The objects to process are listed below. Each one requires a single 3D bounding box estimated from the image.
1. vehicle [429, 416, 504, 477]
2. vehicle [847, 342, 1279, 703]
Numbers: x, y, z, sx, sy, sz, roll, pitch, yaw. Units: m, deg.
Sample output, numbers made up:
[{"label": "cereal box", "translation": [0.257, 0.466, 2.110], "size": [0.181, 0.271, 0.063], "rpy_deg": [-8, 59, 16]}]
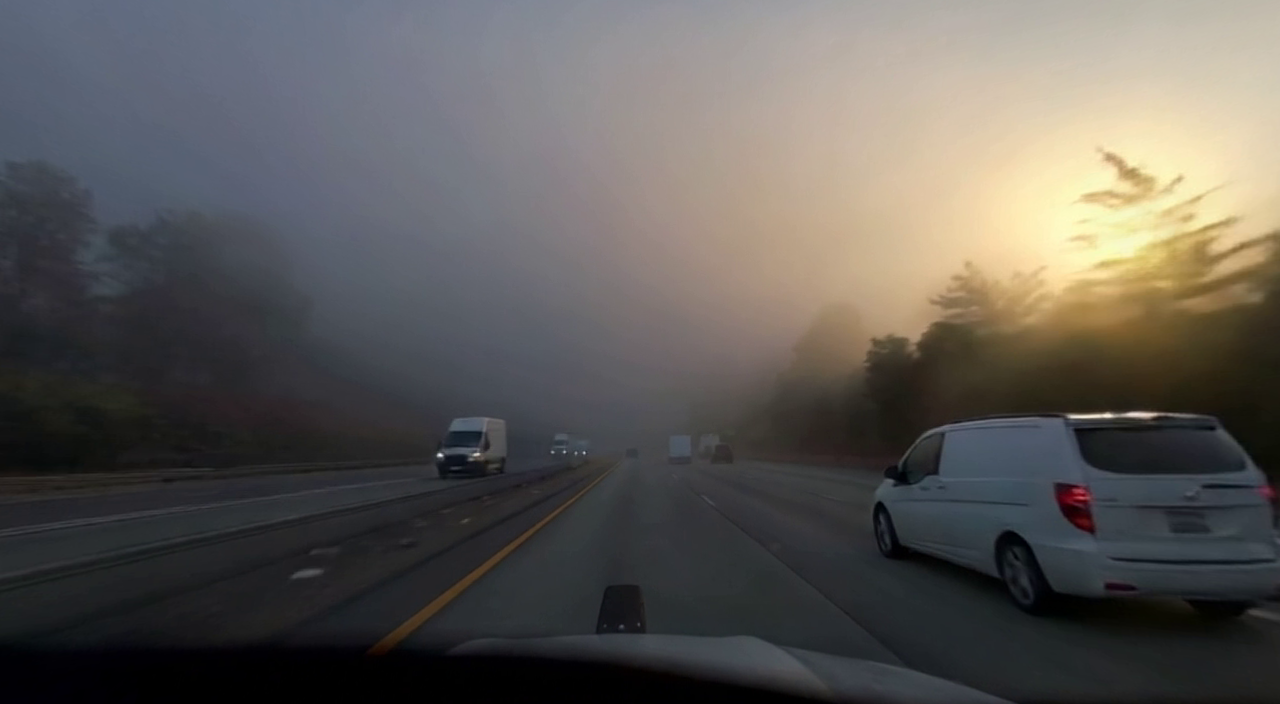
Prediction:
[{"label": "vehicle", "translation": [-9.423, 5.253, 34.958], "size": [2.365, 2.977, 6.633], "rpy_deg": [0, -9, -1]}, {"label": "vehicle", "translation": [3.456, 1.176, 4.904], "size": [2.070, 1.751, 4.576], "rpy_deg": [0, -9, 0]}]
